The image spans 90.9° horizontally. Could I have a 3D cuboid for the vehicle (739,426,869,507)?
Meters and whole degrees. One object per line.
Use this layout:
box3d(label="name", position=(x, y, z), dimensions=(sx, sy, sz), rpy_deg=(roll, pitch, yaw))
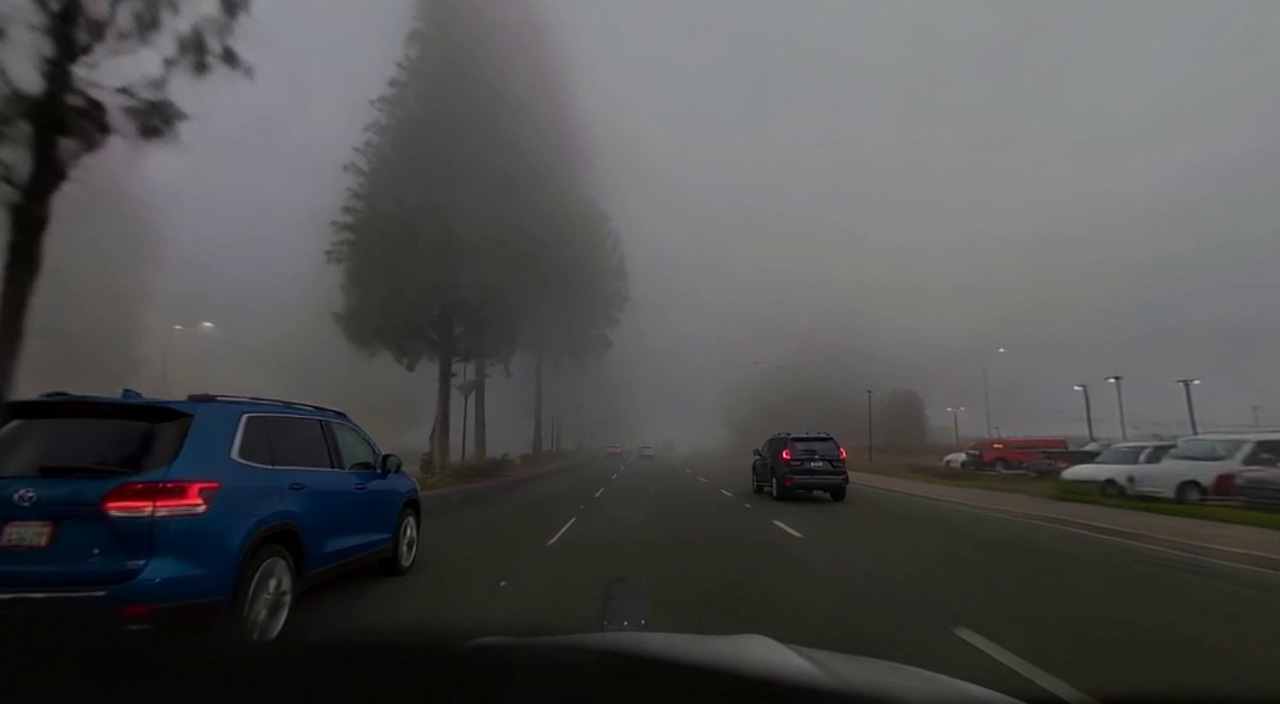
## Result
box3d(label="vehicle", position=(3.962, 2.846, 16.097), dimensions=(2.024, 1.773, 4.431), rpy_deg=(0, -8, -1))

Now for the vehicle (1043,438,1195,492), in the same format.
box3d(label="vehicle", position=(16.339, 3.832, 21.818), dimensions=(1.896, 1.661, 4.166), rpy_deg=(0, -8, -1))

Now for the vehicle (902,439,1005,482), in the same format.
box3d(label="vehicle", position=(13.549, 4.695, 27.635), dimensions=(1.880, 1.671, 5.180), rpy_deg=(0, -8, 0))

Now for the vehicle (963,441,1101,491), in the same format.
box3d(label="vehicle", position=(13.539, 3.929, 22.193), dimensions=(1.845, 1.497, 4.709), rpy_deg=(-2, -8, 1))

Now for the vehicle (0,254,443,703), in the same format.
box3d(label="vehicle", position=(-3.269, 0.970, 4.409), dimensions=(2.210, 1.925, 4.838), rpy_deg=(0, -8, 0))

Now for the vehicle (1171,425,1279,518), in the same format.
box3d(label="vehicle", position=(12.161, 2.101, 11.038), dimensions=(1.781, 1.615, 4.095), rpy_deg=(1, -9, -8))
